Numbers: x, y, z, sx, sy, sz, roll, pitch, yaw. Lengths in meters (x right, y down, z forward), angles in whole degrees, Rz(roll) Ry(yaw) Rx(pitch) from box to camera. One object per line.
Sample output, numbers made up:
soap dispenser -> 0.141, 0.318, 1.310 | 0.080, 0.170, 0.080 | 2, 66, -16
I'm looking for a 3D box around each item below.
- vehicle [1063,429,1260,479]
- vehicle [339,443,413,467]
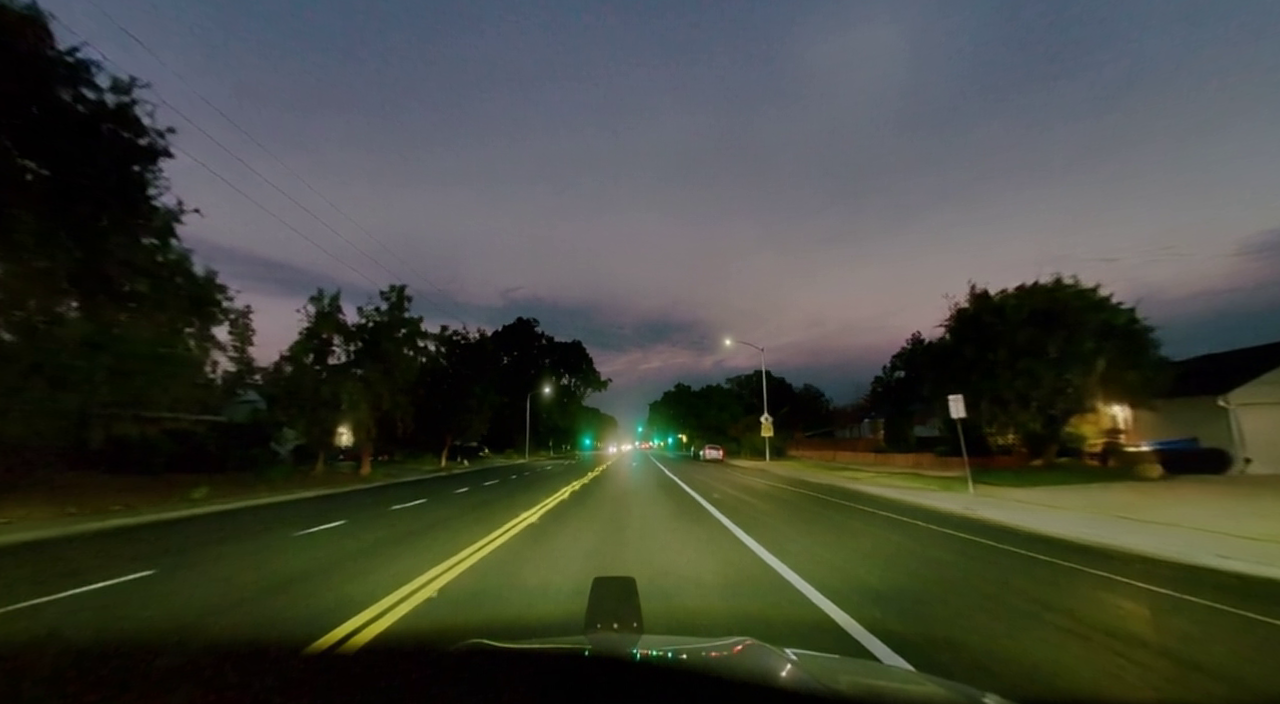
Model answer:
vehicle -> 16.817, 3.306, 20.609 | 4.443, 1.497, 2.168 | 0, -8, 3
vehicle -> -19.626, 7.673, 47.058 | 4.497, 1.674, 2.168 | -1, -9, 4
